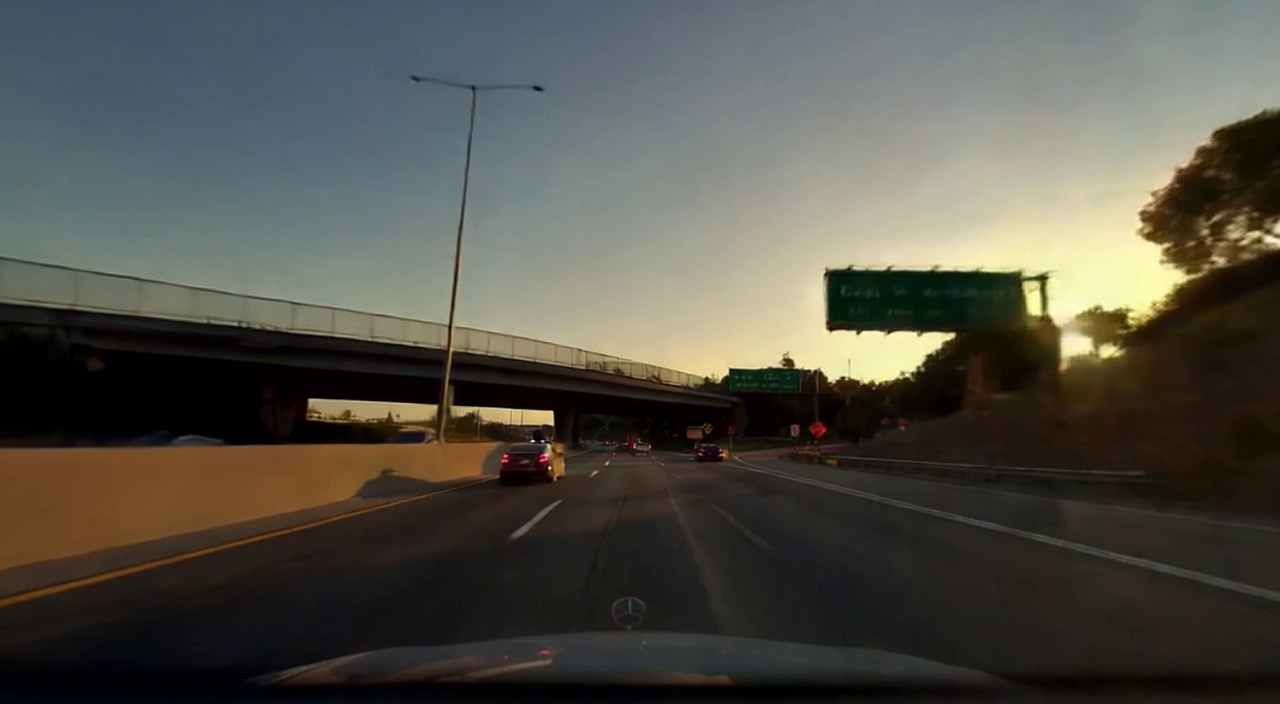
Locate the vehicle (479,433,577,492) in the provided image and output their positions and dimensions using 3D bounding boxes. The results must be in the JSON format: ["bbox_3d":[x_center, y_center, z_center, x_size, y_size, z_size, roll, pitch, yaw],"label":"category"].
[{"bbox_3d":[-3.380,3.451,20.087,2.160,1.608,5.012,0,-8,1],"label":"vehicle"}]

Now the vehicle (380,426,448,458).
[{"bbox_3d":[-12.670,5.072,35.566,2.026,1.678,4.590,0,-8,1],"label":"vehicle"}]
